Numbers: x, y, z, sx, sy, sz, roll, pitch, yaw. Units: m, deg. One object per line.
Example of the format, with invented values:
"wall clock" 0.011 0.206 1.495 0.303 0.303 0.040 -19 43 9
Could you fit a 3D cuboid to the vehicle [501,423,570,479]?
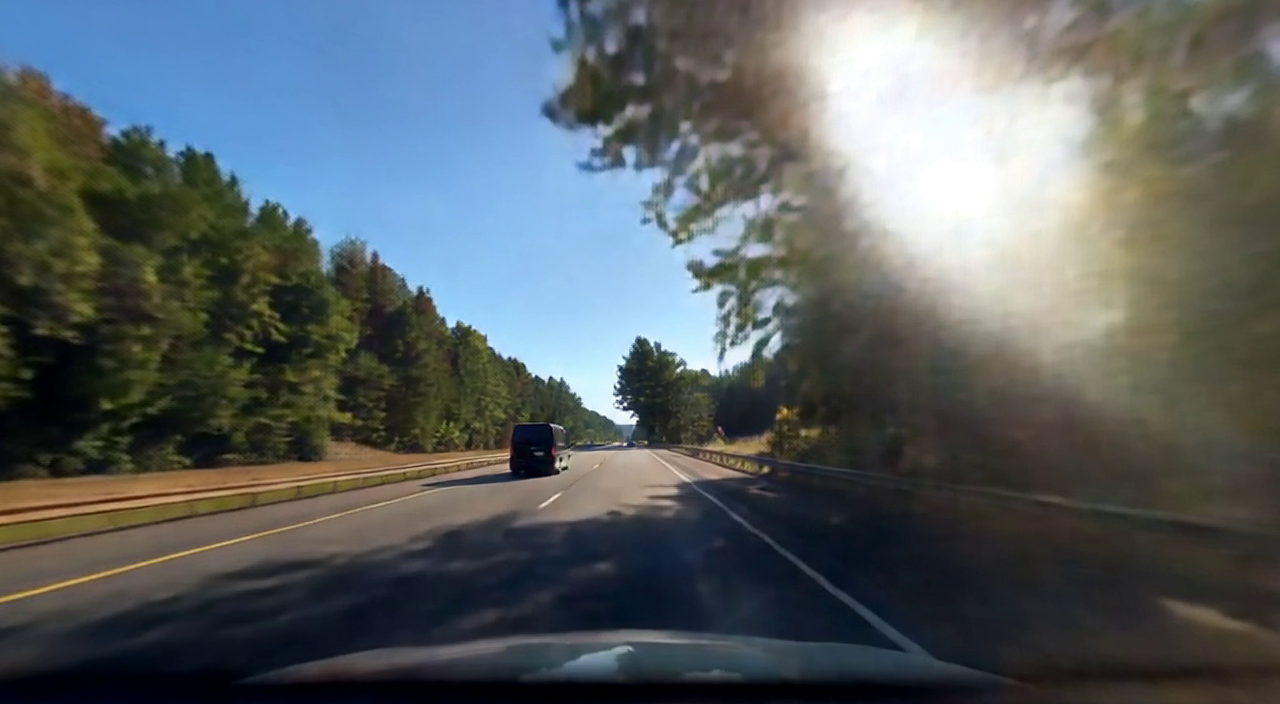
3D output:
"vehicle" -4.094 3.956 25.442 1.976 2.029 4.737 -1 -8 0
